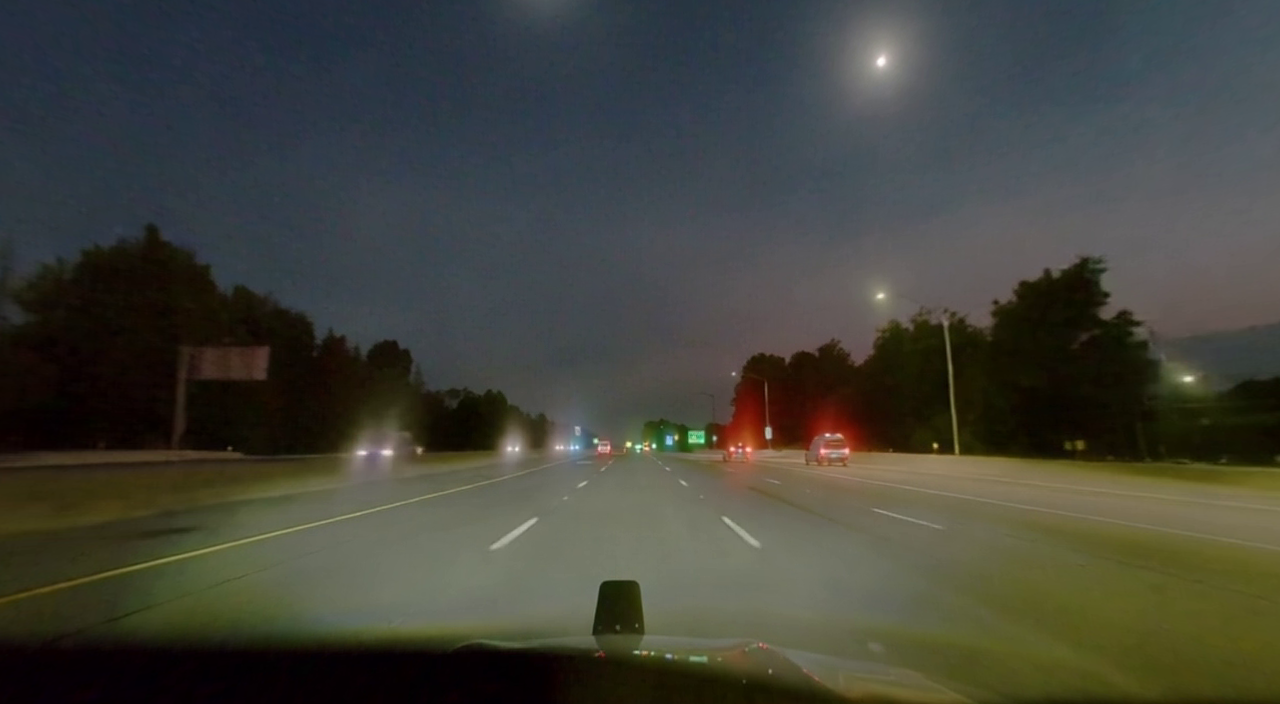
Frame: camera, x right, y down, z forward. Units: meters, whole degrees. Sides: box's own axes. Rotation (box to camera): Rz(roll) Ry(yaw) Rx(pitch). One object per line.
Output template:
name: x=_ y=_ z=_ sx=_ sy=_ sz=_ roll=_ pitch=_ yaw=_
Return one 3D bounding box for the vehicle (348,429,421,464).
vehicle: x=-14.218 y=5.296 z=35.507 sx=2.072 sy=1.807 sz=4.698 roll=0 pitch=-9 yaw=1

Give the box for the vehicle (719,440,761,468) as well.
vehicle: x=6.564 y=6.746 z=41.912 sx=2.081 sy=1.705 sz=3.926 roll=0 pitch=-9 yaw=-1
